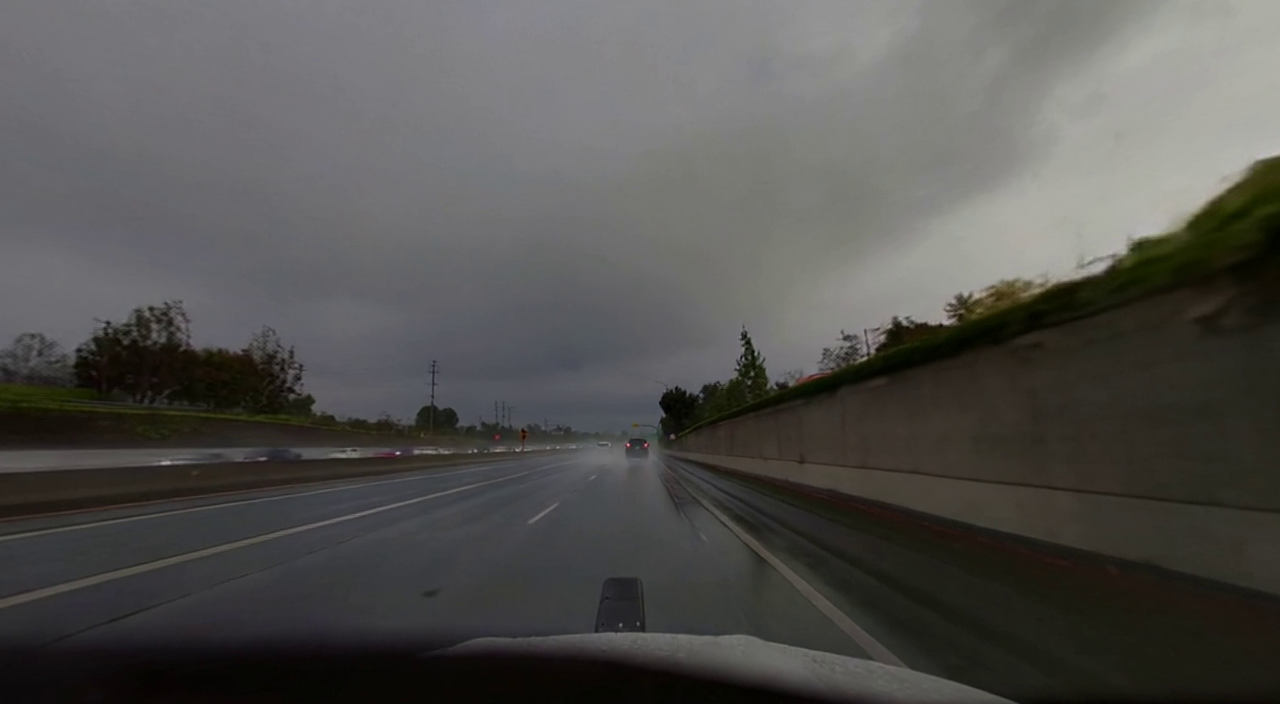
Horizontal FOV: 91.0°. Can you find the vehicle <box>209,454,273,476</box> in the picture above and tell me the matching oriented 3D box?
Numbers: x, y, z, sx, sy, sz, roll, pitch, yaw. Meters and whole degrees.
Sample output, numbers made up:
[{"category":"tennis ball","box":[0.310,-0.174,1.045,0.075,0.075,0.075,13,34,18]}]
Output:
[{"category":"vehicle","box":[-29.414,8.329,46.578,1.867,1.544,4.351,0,-9,0]}]

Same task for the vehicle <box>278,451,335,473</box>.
[{"category":"vehicle","box":[-25.729,8.471,48.712,1.878,1.536,4.552,0,-9,1]}]

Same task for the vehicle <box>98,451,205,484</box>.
[{"category":"vehicle","box":[-26.162,6.175,33.994,1.976,1.615,4.634,0,-9,1]}]
